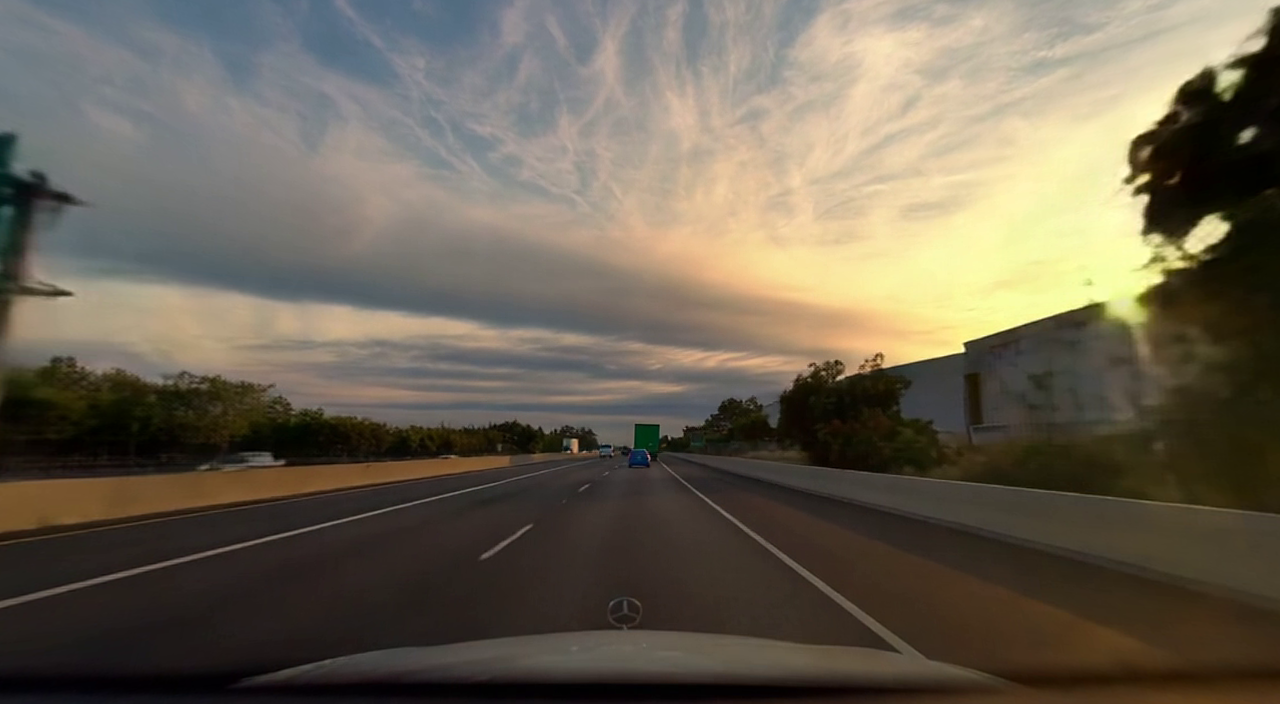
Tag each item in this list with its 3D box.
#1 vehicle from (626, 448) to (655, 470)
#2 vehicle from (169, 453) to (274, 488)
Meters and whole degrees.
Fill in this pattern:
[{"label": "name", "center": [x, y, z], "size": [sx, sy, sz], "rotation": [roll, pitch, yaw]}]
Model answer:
[{"label": "vehicle", "center": [0.054, 8.110, 47.927], "size": [2.094, 1.559, 3.945], "rotation": [-1, -9, 0]}, {"label": "vehicle", "center": [-19.939, 5.636, 30.289], "size": [1.859, 1.499, 4.524], "rotation": [-1, -9, 2]}]
